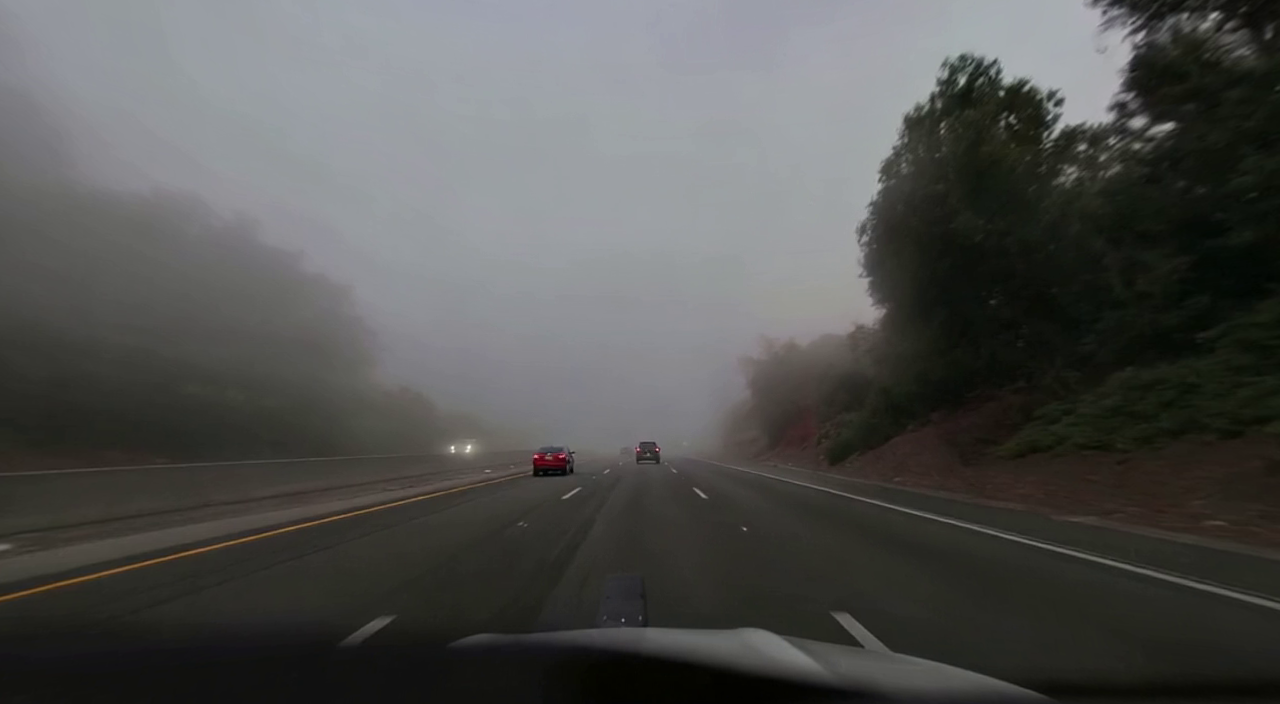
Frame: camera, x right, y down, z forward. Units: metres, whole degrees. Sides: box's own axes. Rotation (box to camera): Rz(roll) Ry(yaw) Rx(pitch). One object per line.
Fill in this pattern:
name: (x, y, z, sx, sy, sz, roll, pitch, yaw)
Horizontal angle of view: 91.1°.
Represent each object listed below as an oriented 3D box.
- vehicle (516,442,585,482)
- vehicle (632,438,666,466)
vehicle: (-3.532, 4.435, 25.676, 2.082, 1.485, 4.237, 0, -8, 2)
vehicle: (0.576, 6.973, 43.892, 2.272, 1.836, 4.866, 0, -8, -1)
